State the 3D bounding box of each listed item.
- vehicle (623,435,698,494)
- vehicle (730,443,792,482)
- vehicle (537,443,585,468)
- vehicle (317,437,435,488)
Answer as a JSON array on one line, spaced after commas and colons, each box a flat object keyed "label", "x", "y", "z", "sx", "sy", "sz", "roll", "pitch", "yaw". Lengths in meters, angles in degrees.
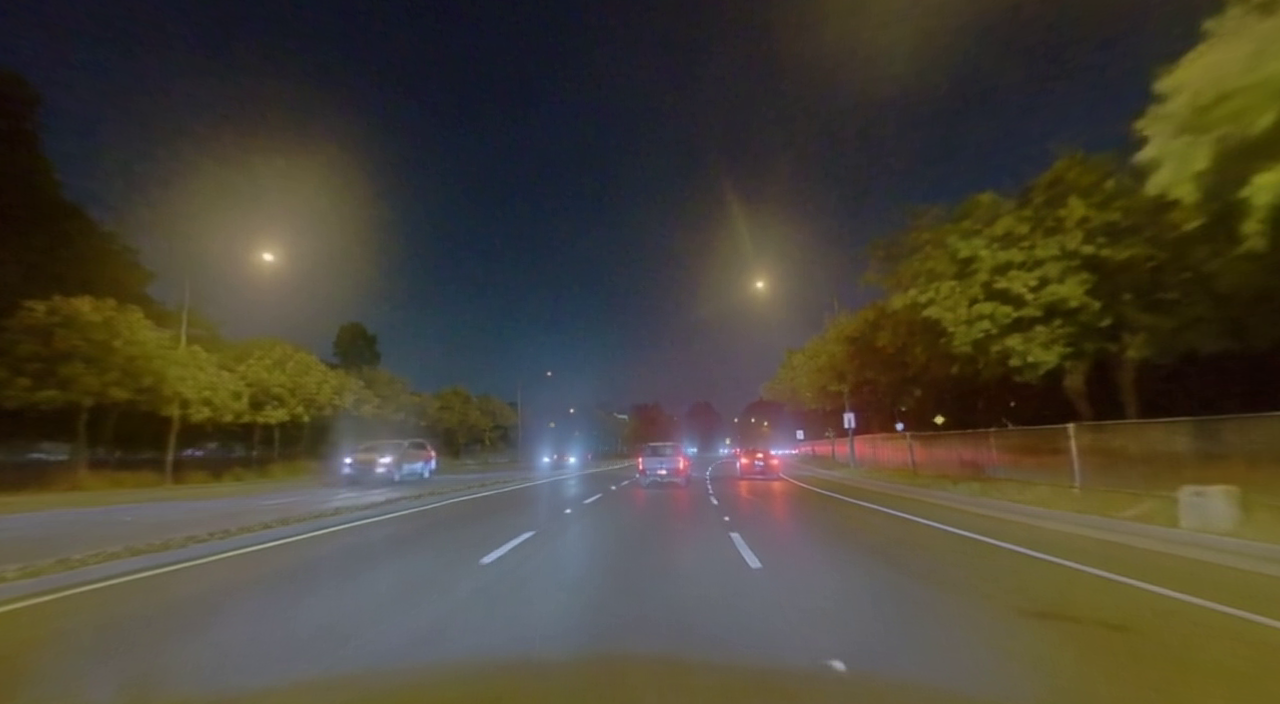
[{"label": "vehicle", "x": 0.785, "y": 3.602, "z": 20.674, "sx": 2.105, "sy": 1.676, "sz": 4.541, "roll": -1, "pitch": -8, "yaw": 6}, {"label": "vehicle", "x": 4.961, "y": 4.562, "z": 26.395, "sx": 2.147, "sy": 1.474, "sz": 4.083, "roll": -1, "pitch": -8, "yaw": 6}, {"label": "vehicle", "x": -5.010, "y": 6.642, "z": 40.683, "sx": 1.933, "sy": 1.472, "sz": 4.482, "roll": -1, "pitch": -8, "yaw": 8}, {"label": "vehicle", "x": -9.964, "y": 4.186, "z": 24.350, "sx": 2.329, "sy": 1.757, "sz": 4.464, "roll": -1, "pitch": -8, "yaw": 5}]
